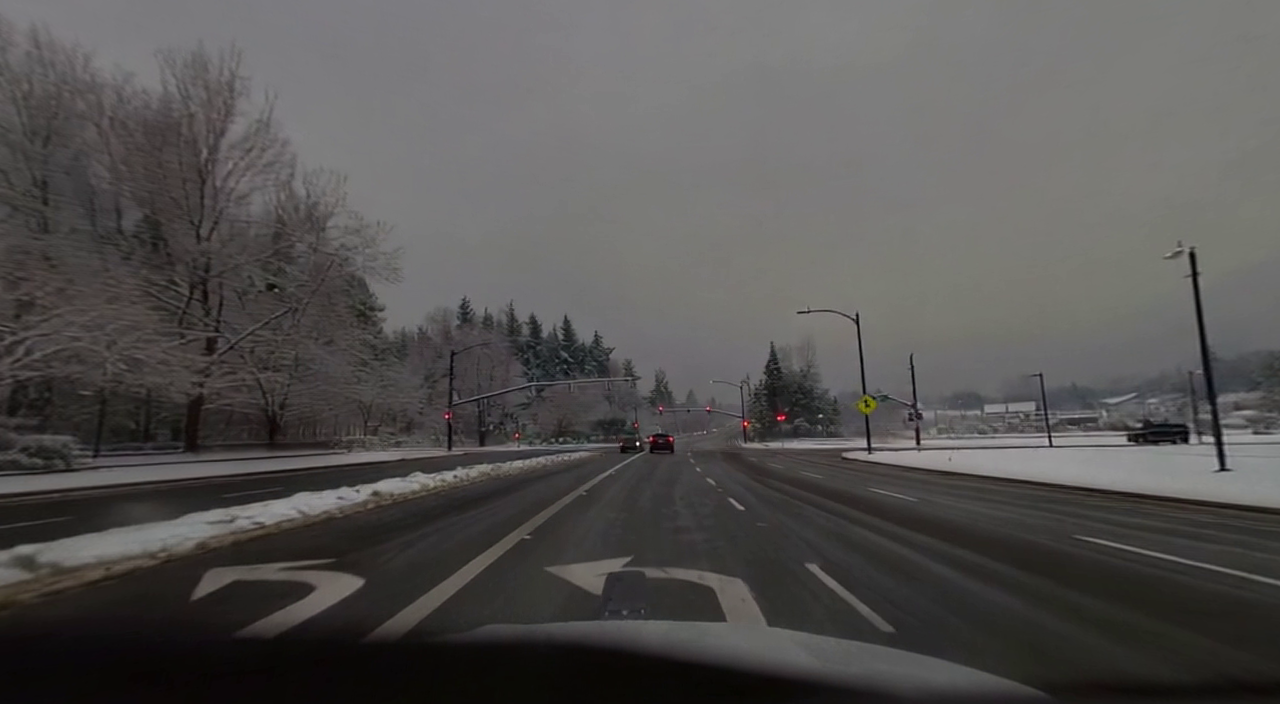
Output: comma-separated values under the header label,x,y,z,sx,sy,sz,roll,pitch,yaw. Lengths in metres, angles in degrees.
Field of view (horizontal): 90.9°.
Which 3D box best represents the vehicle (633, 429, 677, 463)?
label,x,y,z,sx,sy,sz,roll,pitch,yaw
vehicle,0.844,5.232,35.025,2.298,1.770,4.138,0,-8,2
